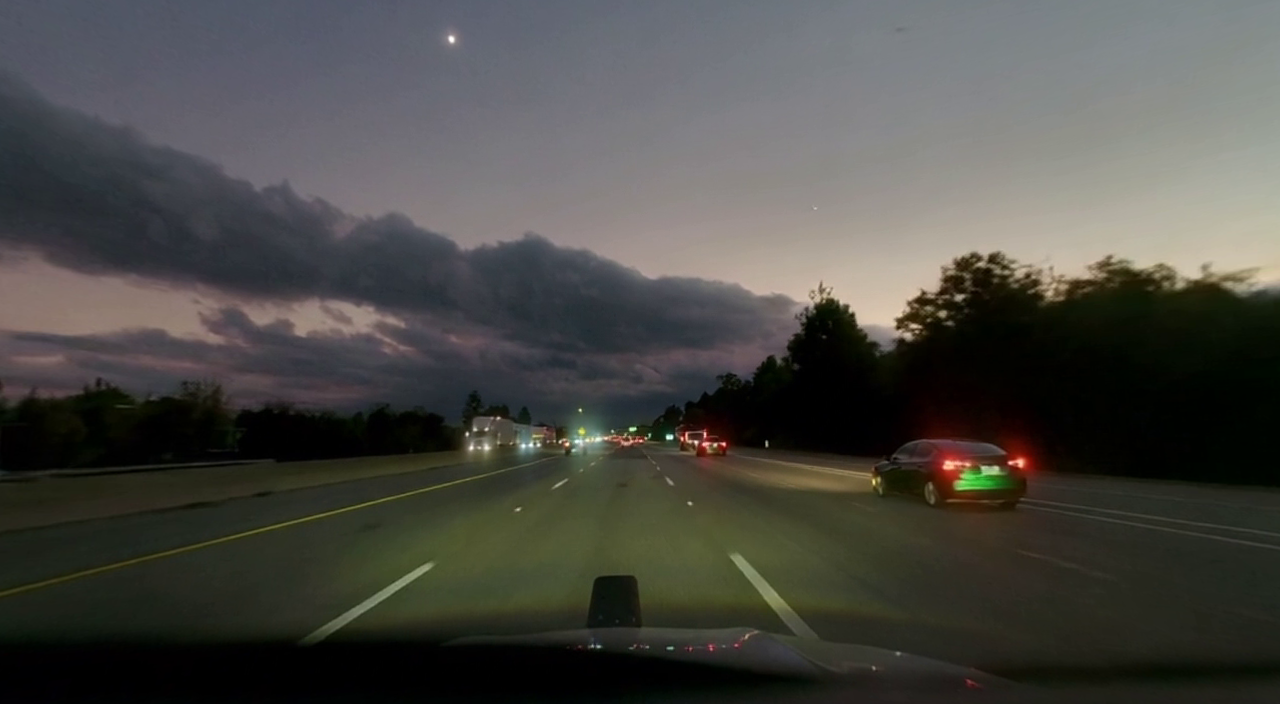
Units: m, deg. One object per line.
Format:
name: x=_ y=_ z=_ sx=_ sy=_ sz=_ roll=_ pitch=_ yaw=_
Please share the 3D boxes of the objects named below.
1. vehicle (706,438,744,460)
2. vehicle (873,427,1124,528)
vehicle: x=5.708 y=6.568 z=42.880 sx=1.920 sy=1.436 sz=3.890 roll=0 pitch=-8 yaw=-2
vehicle: x=6.164 y=2.170 z=11.590 sx=2.028 sy=1.488 sz=4.236 roll=0 pitch=-8 yaw=-2
